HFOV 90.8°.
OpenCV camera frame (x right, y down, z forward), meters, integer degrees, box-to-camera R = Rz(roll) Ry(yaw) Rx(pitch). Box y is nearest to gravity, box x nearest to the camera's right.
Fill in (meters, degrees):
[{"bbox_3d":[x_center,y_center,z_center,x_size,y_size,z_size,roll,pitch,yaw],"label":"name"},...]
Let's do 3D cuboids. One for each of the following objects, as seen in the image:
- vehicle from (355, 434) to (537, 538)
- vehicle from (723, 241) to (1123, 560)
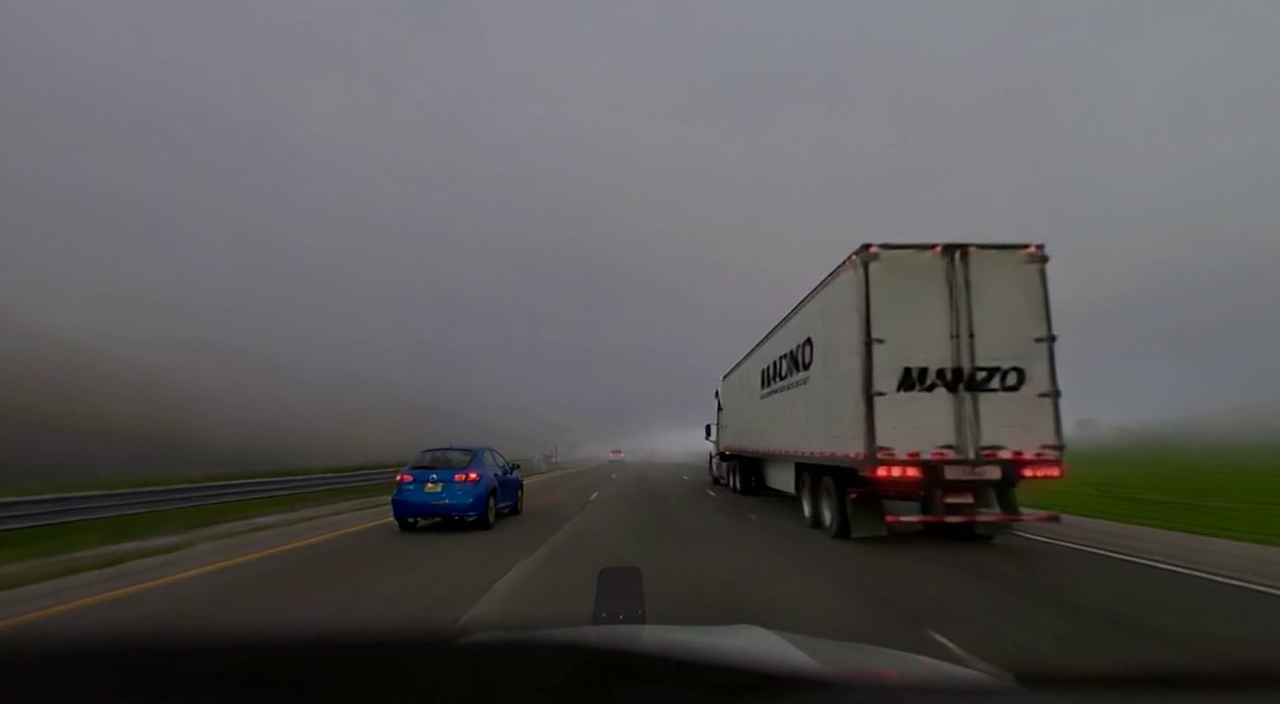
[{"bbox_3d":[-3.258,2.339,11.634,1.945,1.537,4.294,0,-9,1],"label":"vehicle"},{"bbox_3d":[4.405,1.599,14.874,2.832,4.034,13.924,0,-9,-1],"label":"vehicle"}]
